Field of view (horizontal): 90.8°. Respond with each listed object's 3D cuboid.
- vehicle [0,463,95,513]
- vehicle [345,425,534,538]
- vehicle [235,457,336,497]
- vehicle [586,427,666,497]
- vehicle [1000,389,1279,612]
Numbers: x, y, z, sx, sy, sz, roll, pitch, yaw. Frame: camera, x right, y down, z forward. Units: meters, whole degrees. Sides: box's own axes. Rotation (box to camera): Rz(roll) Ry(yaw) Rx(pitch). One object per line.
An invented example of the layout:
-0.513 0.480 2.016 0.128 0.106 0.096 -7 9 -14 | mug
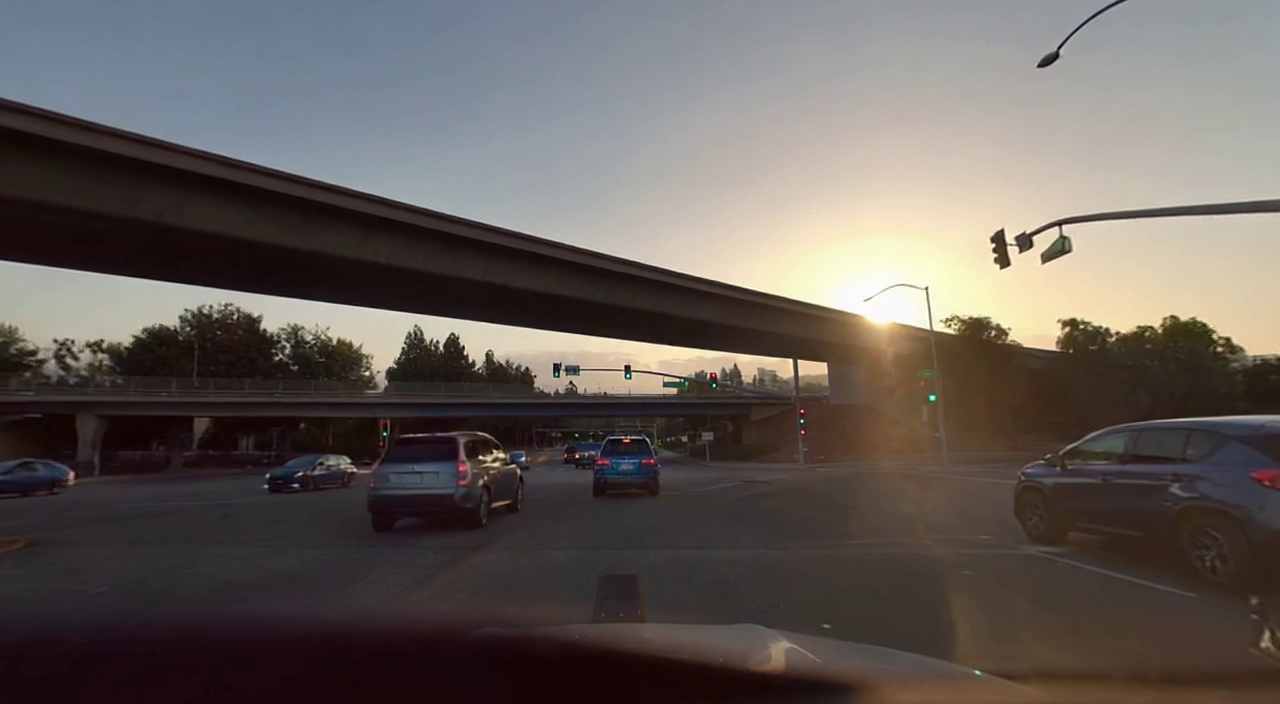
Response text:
-22.914 4.899 22.780 2.044 1.584 5.067 0 -8 -1 | vehicle
-3.587 2.411 12.435 2.060 1.768 4.681 -1 -8 2 | vehicle
-15.775 5.556 28.444 1.859 1.542 4.657 0 -8 -1 | vehicle
-0.470 3.588 21.007 2.342 2.026 4.642 0 -8 -1 | vehicle
6.232 1.456 6.838 2.074 1.785 4.320 0 -8 0 | vehicle
